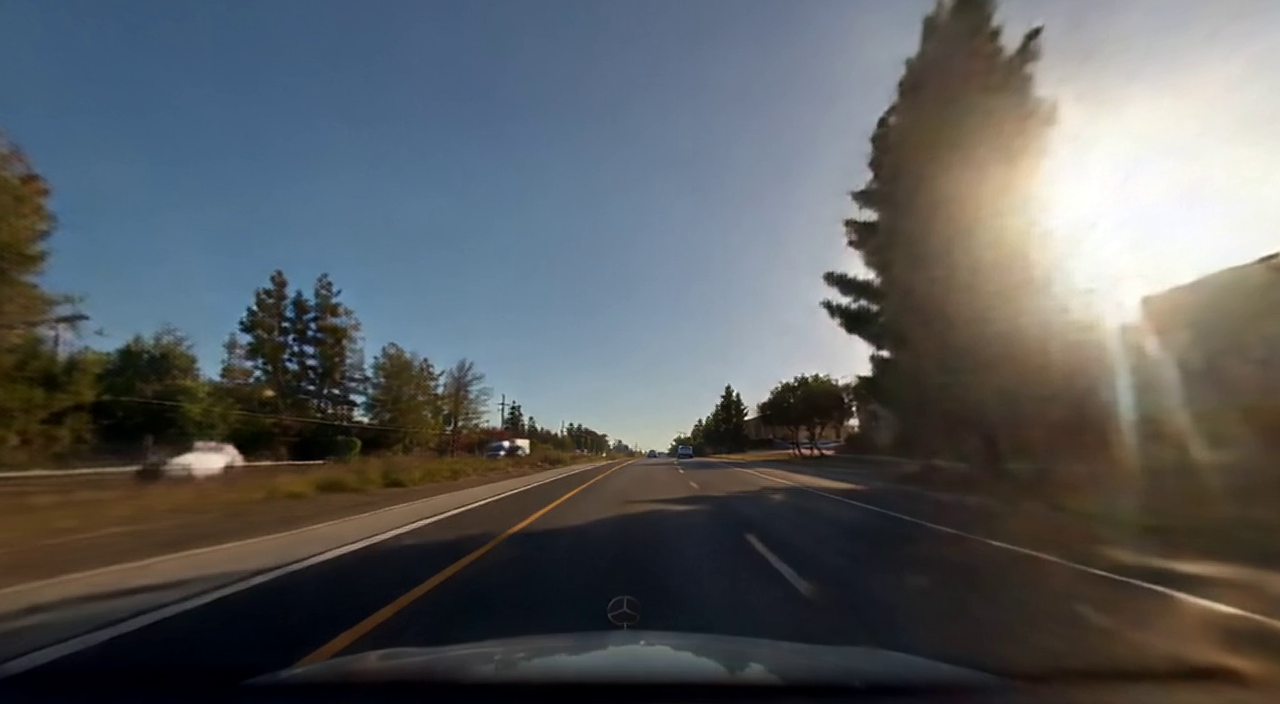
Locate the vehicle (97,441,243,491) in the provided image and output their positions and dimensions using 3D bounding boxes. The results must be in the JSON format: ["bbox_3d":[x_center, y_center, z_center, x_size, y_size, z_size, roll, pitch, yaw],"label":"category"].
[{"bbox_3d":[-17.912,4.330,24.390,1.970,1.719,4.579,-1,-9,2],"label":"vehicle"}]
